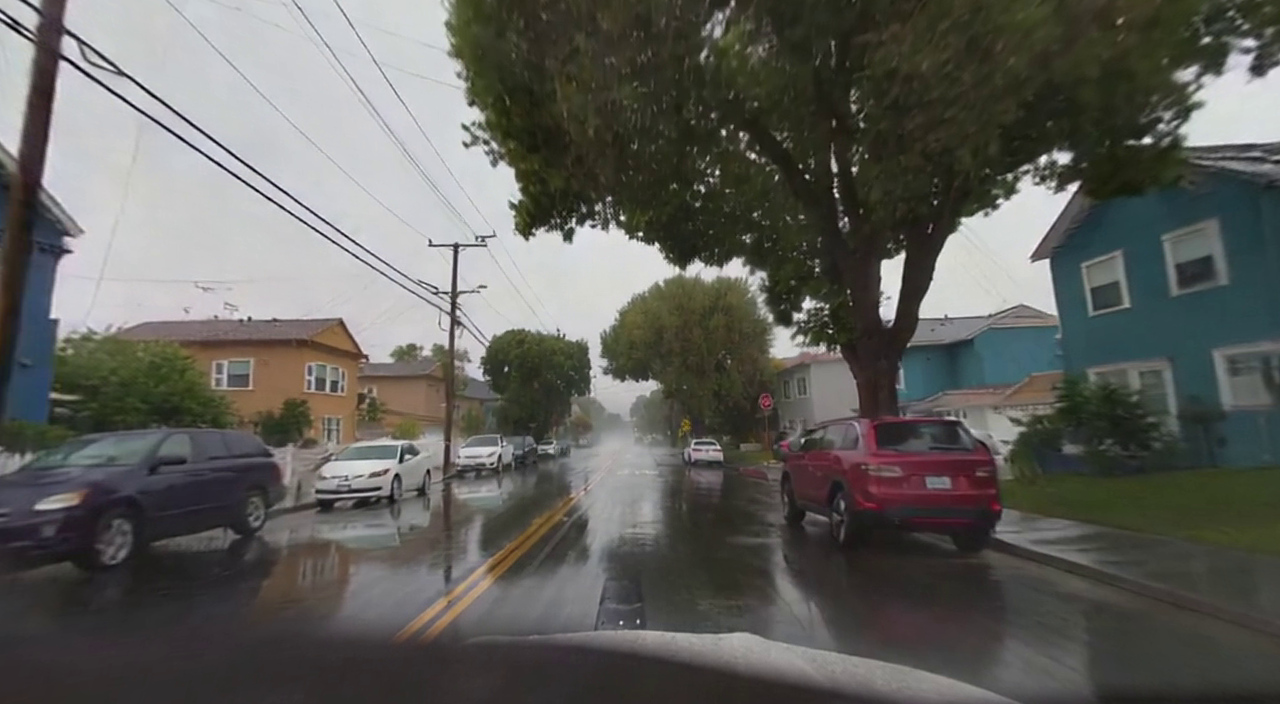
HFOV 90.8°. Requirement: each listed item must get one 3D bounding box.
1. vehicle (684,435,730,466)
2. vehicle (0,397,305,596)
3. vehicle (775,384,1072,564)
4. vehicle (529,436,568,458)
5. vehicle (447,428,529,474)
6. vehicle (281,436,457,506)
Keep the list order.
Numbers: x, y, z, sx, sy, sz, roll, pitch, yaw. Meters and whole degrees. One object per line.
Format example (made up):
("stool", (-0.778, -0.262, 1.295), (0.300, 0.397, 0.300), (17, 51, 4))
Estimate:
("vehicle", (3.553, 5.354, 34.573), (1.963, 1.536, 5.446), (0, -8, 0))
("vehicle", (-6.483, 1.653, 8.054), (2.194, 1.798, 4.402), (-2, -8, -3))
("vehicle", (3.512, 1.612, 8.983), (2.114, 1.909, 4.266), (1, -8, -2))
("vehicle", (-6.498, 6.838, 45.466), (2.056, 1.481, 4.451), (0, -8, 1))
("vehicle", (-6.431, 4.246, 27.422), (2.136, 1.757, 5.365), (0, -8, 1))
("vehicle", (-6.462, 2.865, 15.784), (2.211, 1.469, 4.380), (0, -8, 4))
